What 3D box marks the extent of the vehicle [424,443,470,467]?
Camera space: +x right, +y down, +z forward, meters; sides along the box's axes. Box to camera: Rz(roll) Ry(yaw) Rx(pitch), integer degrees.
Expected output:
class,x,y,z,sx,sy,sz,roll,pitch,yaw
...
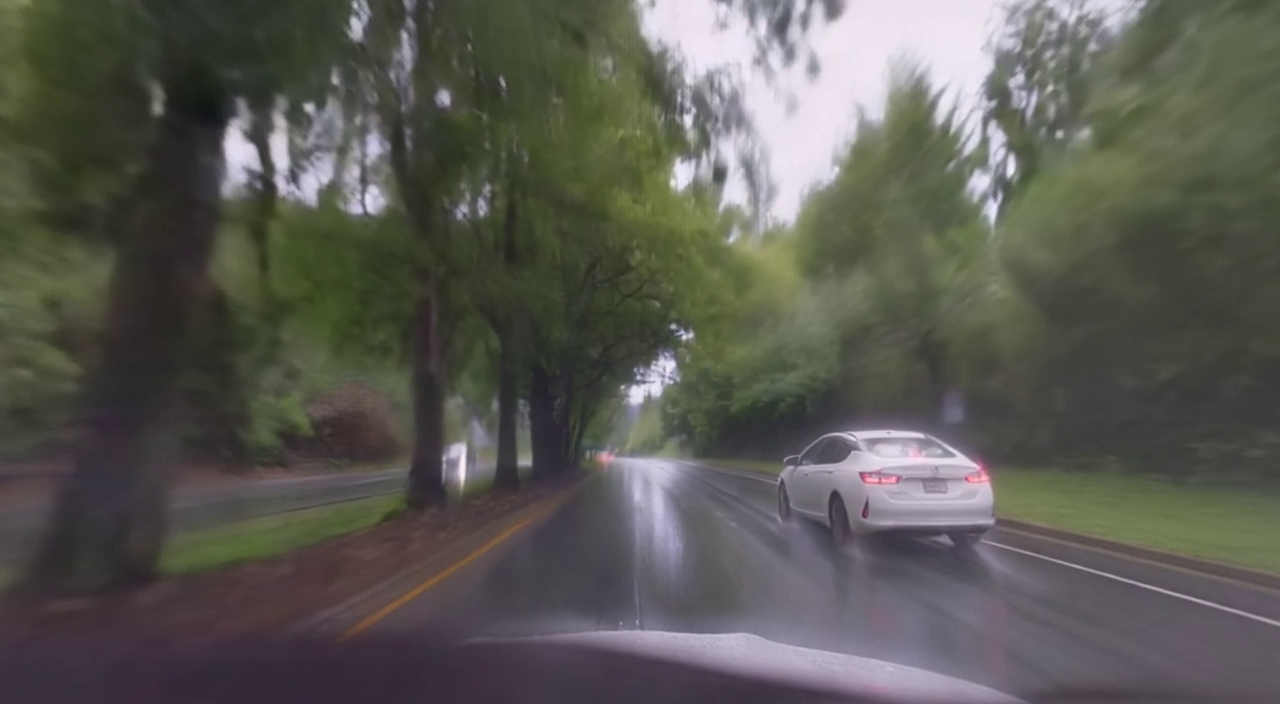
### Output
class,x,y,z,sx,sy,sz,roll,pitch,yaw
vehicle,-13.990,7.488,46.064,1.978,1.660,4.462,0,-9,-1

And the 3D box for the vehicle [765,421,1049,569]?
class,x,y,z,sx,sy,sz,roll,pitch,yaw
vehicle,3.379,1.914,9.245,2.060,1.584,4.592,0,-9,-1
